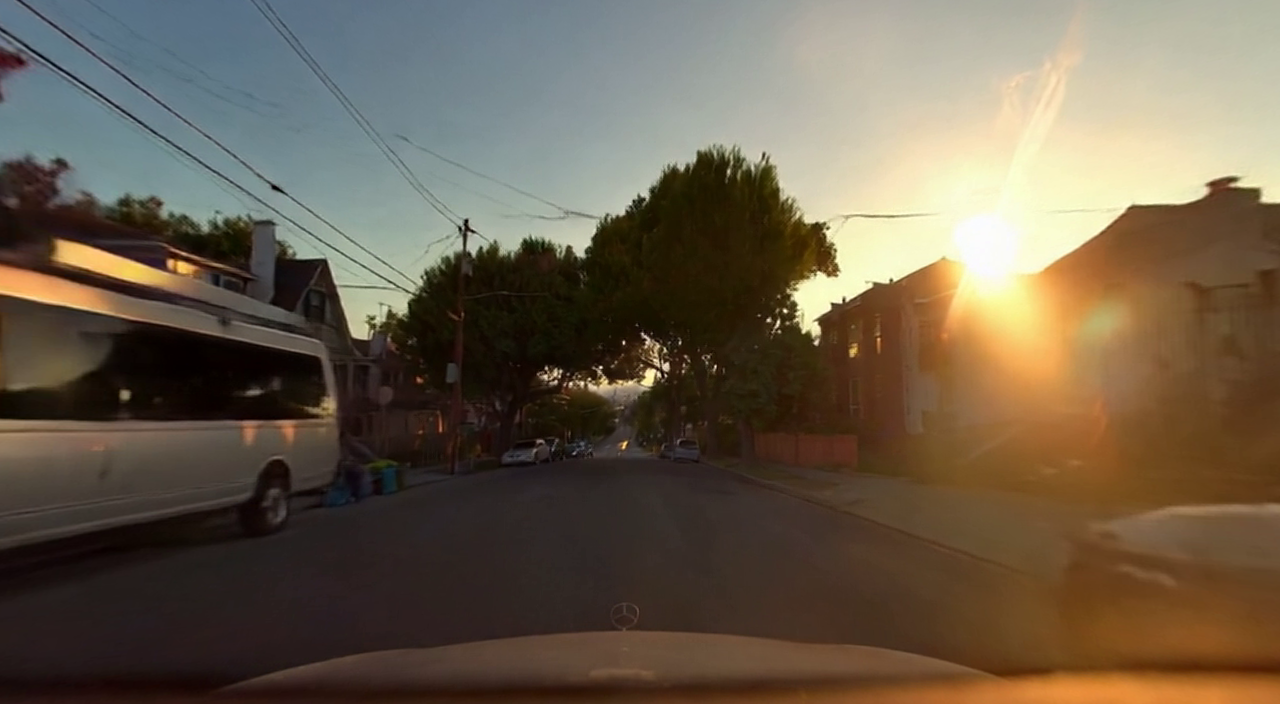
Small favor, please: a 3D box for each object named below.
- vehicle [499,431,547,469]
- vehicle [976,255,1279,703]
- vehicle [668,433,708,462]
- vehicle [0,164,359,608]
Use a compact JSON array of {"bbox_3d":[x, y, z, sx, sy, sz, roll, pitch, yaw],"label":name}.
[{"bbox_3d":[-7.176,6.137,39.040,1.947,1.480,4.330,-3,-19,2],"label":"vehicle"},{"bbox_3d":[3.401,0.547,1.180,2.328,2.042,5.559,0,-9,-2],"label":"vehicle"},{"bbox_3d":[3.110,6.395,42.172,2.159,1.760,5.345,0,-9,-1],"label":"vehicle"},{"bbox_3d":[-6.710,0.569,7.658,3.115,3.562,7.695,-2,-6,0],"label":"vehicle"}]
